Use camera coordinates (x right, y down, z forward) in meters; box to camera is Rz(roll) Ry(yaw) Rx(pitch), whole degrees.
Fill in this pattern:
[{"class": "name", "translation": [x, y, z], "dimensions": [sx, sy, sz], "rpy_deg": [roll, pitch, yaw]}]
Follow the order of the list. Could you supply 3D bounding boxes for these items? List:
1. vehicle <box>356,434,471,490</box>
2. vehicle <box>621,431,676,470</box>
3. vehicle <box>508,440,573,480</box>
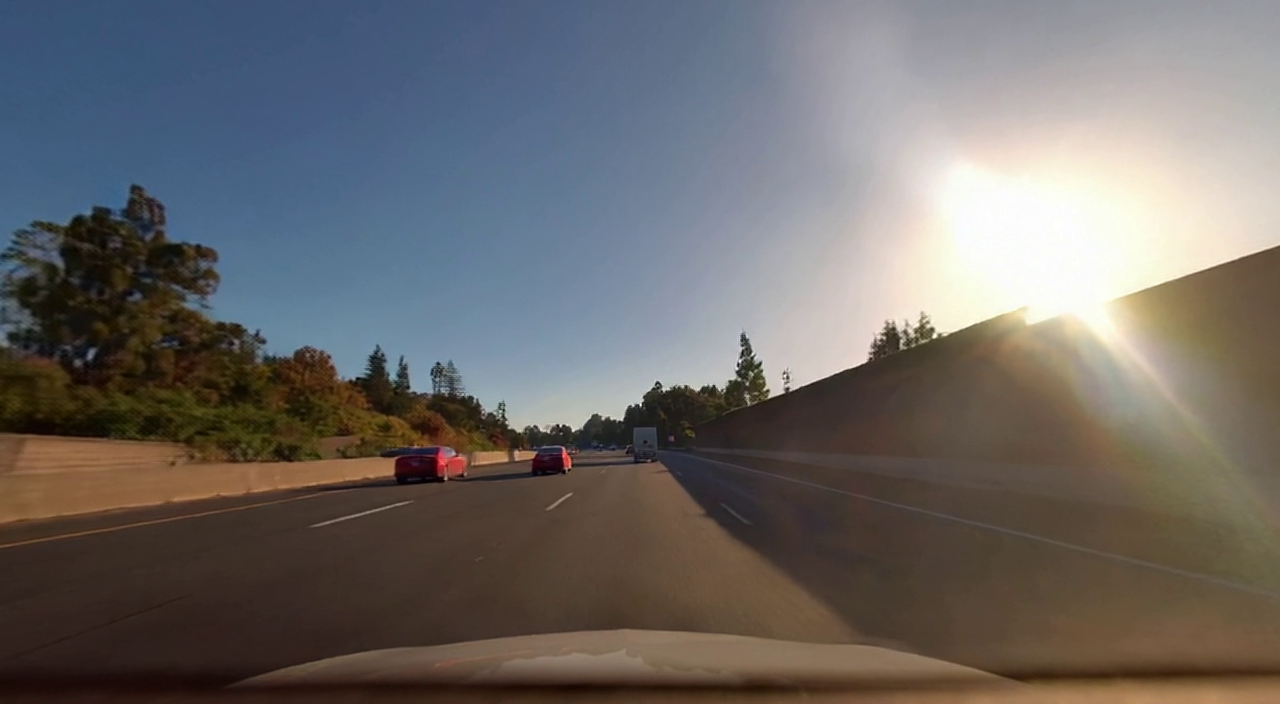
[{"class": "vehicle", "translation": [-7.528, 3.699, 21.545], "dimensions": [2.189, 1.673, 4.699], "rpy_deg": [0, -9, 0]}, {"class": "vehicle", "translation": [0.409, 5.486, 35.051], "dimensions": [2.856, 1.994, 4.931], "rpy_deg": [0, -9, -1]}, {"class": "vehicle", "translation": [-4.054, 4.456, 26.304], "dimensions": [2.000, 1.512, 4.371], "rpy_deg": [0, -9, 0]}]
